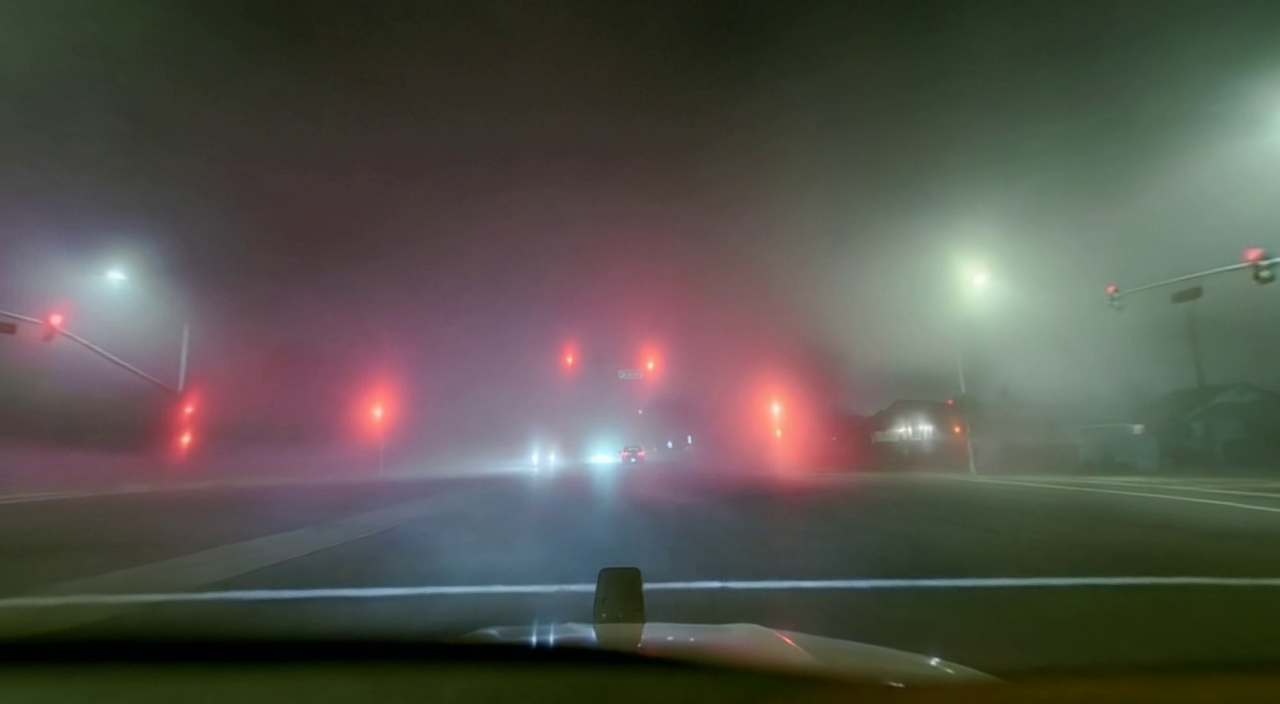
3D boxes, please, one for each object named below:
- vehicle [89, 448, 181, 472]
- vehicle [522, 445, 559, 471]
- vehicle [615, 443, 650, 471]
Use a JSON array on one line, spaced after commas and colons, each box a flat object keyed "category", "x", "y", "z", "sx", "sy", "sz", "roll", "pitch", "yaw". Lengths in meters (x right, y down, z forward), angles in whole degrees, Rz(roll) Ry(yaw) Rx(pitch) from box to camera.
[{"category": "vehicle", "x": -35.535, "y": 7.575, "z": 44.551, "sx": 4.887, "sy": 1.546, "sz": 1.807, "roll": 7, "pitch": -11, "yaw": -40}, {"category": "vehicle", "x": -6.832, "y": 7.298, "z": 43.599, "sx": 1.983, "sy": 1.684, "sz": 3.938, "roll": 0, "pitch": -8, "yaw": -1}, {"category": "vehicle", "x": -0.580, "y": 7.376, "z": 44.652, "sx": 2.248, "sy": 1.833, "sz": 4.798, "roll": 0, "pitch": -8, "yaw": -3}]
